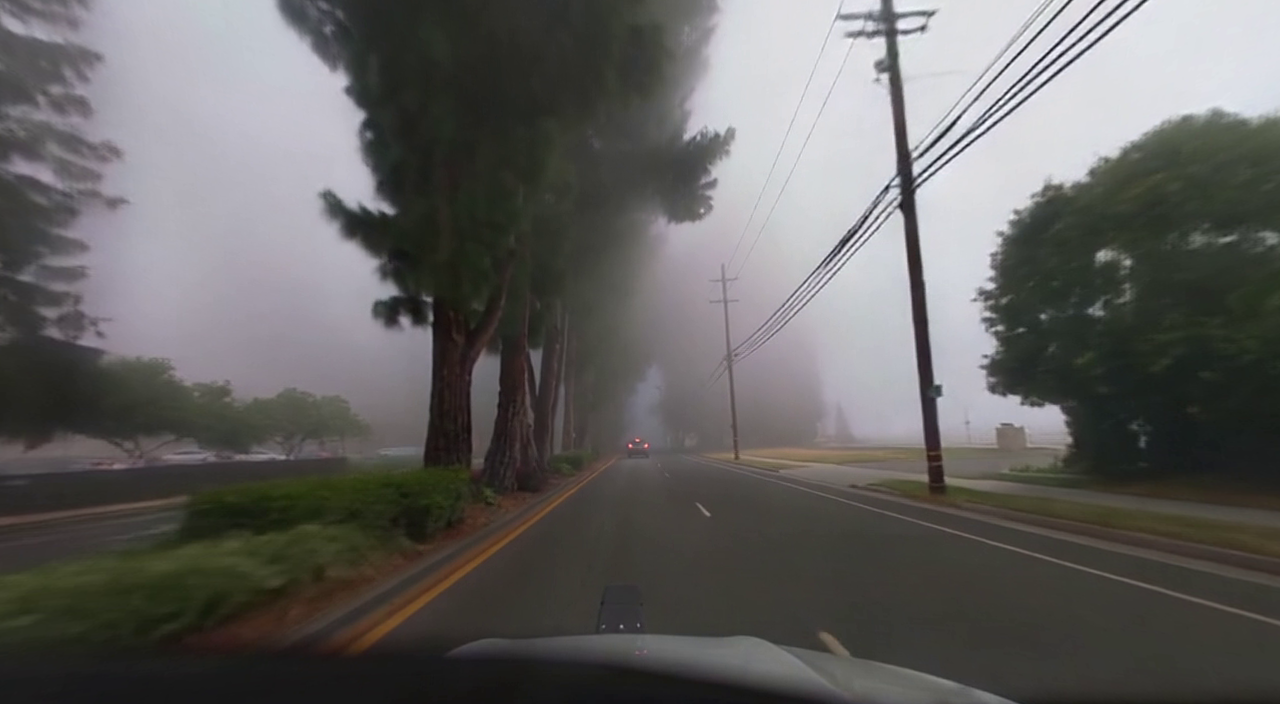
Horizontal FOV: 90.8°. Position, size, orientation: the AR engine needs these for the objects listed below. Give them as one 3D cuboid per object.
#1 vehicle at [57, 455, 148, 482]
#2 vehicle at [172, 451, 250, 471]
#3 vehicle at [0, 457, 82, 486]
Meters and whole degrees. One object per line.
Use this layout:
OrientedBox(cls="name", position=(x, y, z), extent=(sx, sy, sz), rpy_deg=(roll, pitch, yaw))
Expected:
OrientedBox(cls="vehicle", position=(-33.540, 7.247, 39.480), extent=(3.967, 1.373, 1.853), rpy_deg=(-3, -7, -1))
OrientedBox(cls="vehicle", position=(-33.528, 8.518, 49.464), extent=(4.557, 1.493, 2.049), rpy_deg=(0, -8, 0))
OrientedBox(cls="vehicle", position=(-33.678, 6.542, 34.692), extent=(4.445, 1.440, 1.890), rpy_deg=(-1, -9, 5))
